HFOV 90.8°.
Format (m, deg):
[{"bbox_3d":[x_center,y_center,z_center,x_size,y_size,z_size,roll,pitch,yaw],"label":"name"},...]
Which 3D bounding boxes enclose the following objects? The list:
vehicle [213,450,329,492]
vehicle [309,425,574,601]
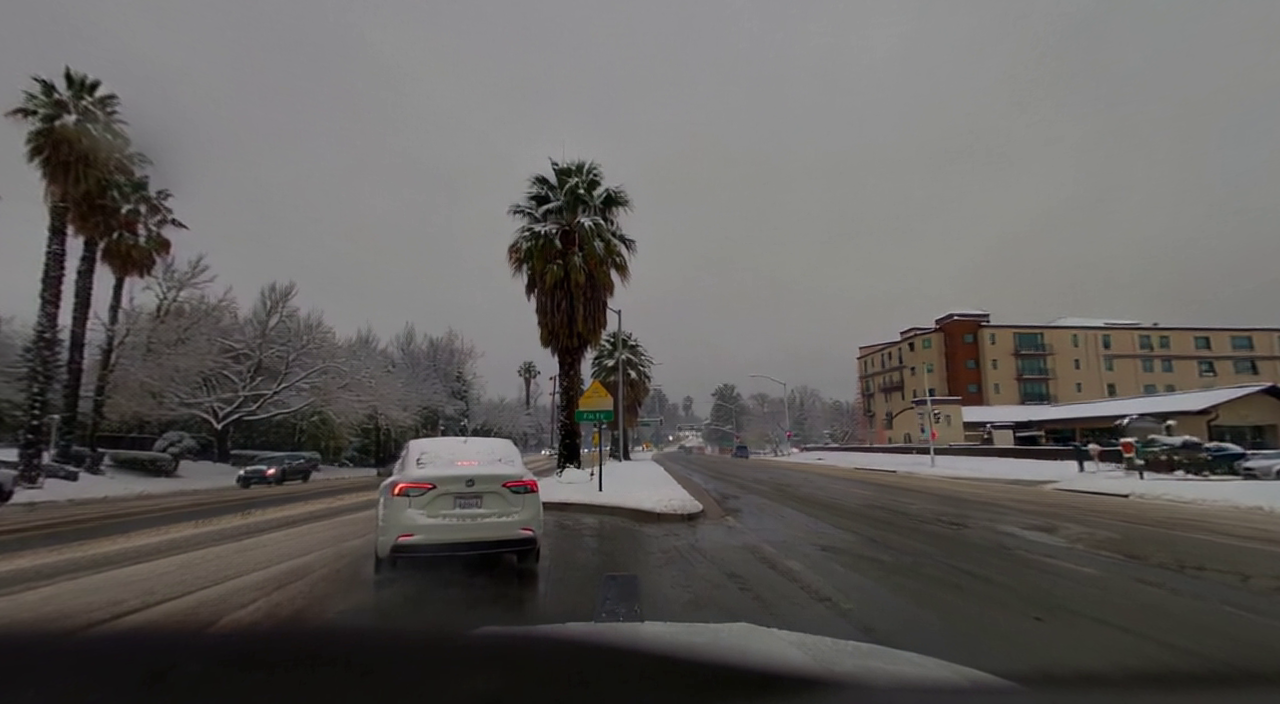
[{"bbox_3d":[-14.342,4.613,24.930,2.099,1.464,4.615,1,-9,-5],"label":"vehicle"},{"bbox_3d":[-2.697,1.725,7.780,1.986,1.473,4.382,5,-10,-32],"label":"vehicle"}]
